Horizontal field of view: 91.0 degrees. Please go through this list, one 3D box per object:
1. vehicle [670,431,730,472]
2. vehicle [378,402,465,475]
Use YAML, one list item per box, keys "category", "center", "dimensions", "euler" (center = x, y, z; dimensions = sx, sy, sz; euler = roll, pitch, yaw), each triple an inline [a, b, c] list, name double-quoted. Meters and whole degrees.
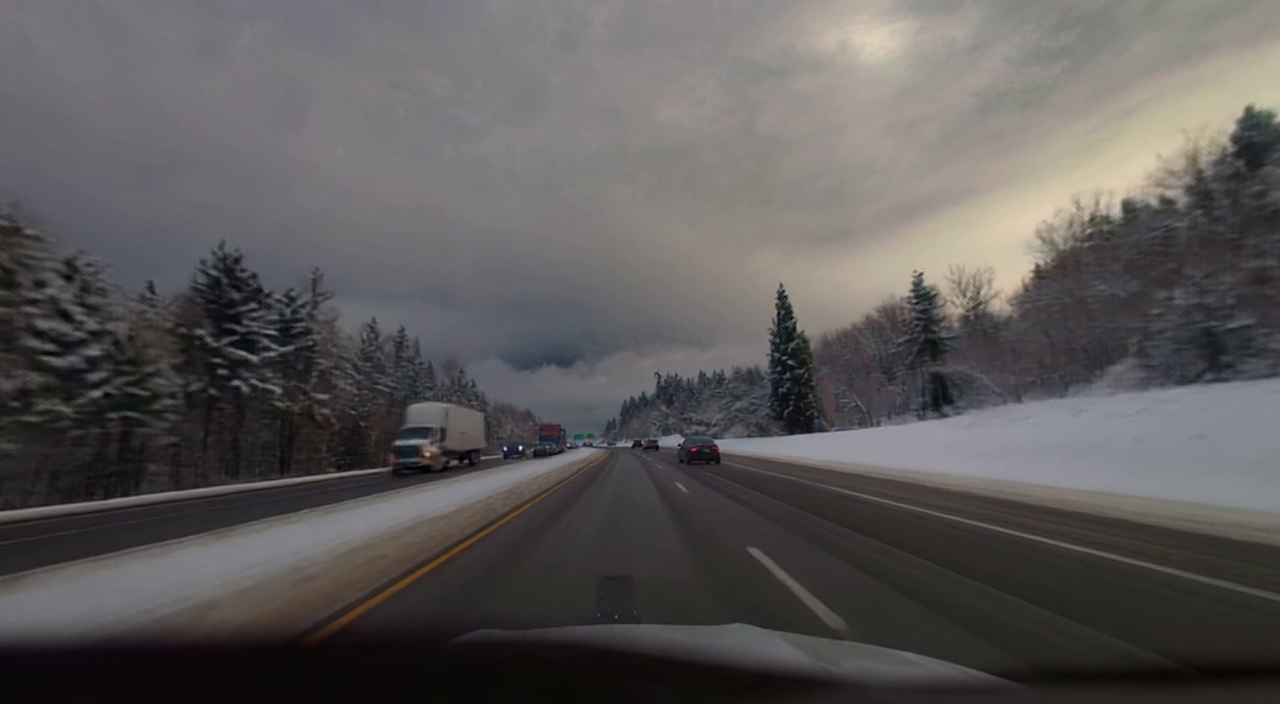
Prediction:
- category: "vehicle"
  center: [2.589, 4.418, 28.105]
  dimensions: [2.043, 1.673, 4.016]
  euler: [0, -8, -3]
- category: "vehicle"
  center: [-12.446, 5.005, 36.429]
  dimensions: [3.000, 3.815, 5.831]
  euler: [0, -8, -2]
